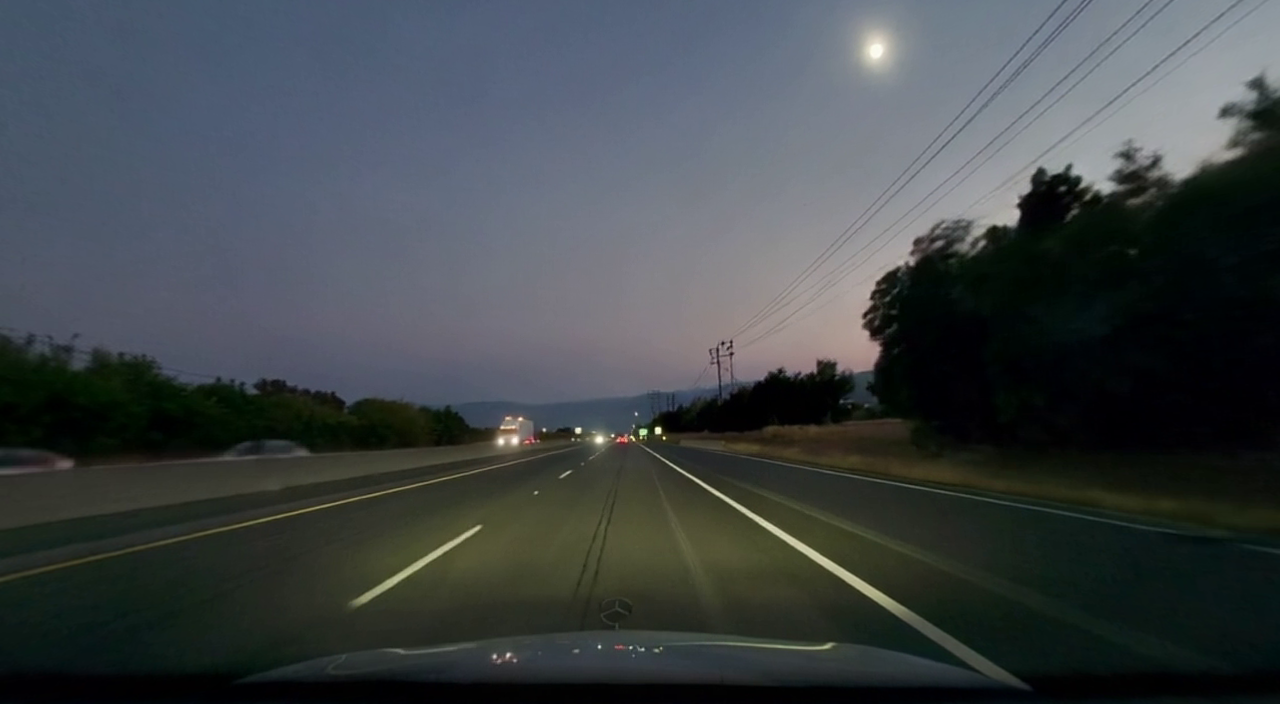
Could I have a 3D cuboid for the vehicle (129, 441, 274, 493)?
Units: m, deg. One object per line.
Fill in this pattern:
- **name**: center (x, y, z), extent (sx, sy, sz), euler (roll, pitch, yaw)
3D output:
- **vehicle**: center (-13.695, 3.572, 20.002), extent (1.881, 1.474, 3.819), euler (0, -8, -2)
